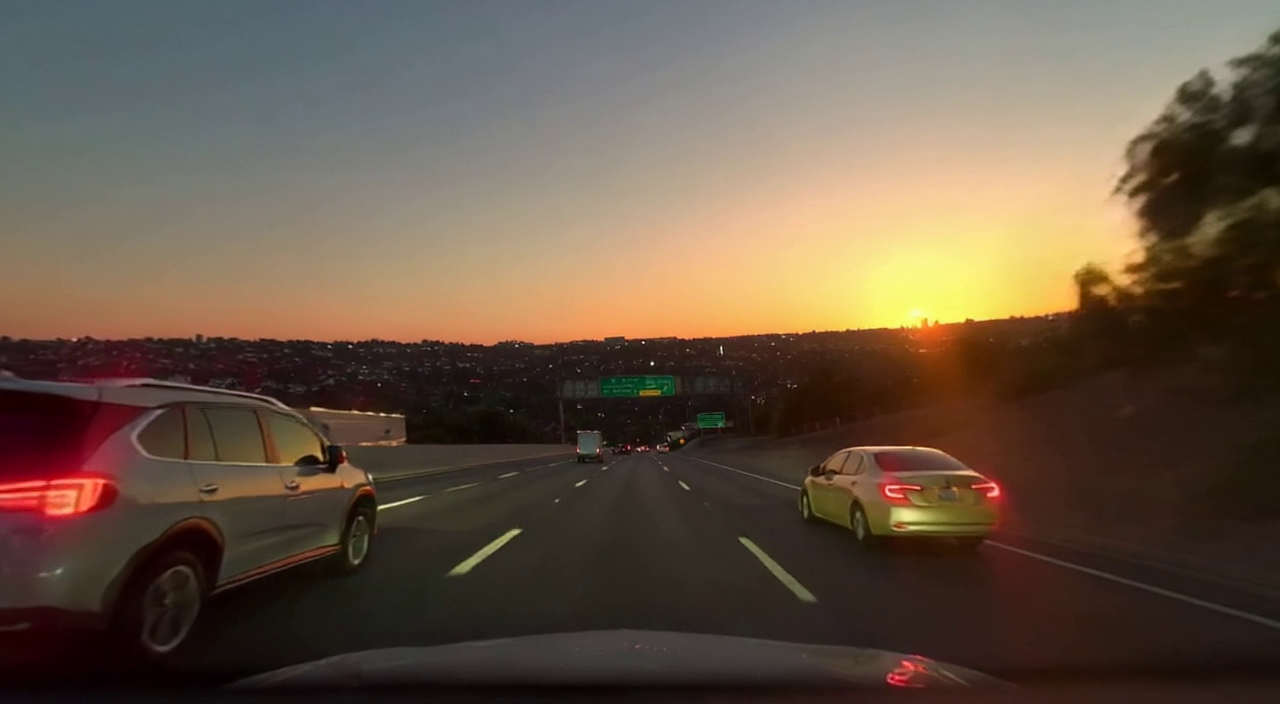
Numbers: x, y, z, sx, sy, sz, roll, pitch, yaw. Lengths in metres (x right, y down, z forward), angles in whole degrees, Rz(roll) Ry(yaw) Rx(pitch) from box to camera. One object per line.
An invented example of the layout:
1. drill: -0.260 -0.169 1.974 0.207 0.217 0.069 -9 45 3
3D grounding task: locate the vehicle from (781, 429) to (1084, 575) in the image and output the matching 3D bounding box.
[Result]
1. vehicle: 3.664 1.973 9.195 2.047 1.532 4.884 1 -9 0

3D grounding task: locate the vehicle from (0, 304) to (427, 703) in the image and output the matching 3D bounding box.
1. vehicle: -3.783 1.063 4.804 2.285 1.853 5.564 0 -9 1
